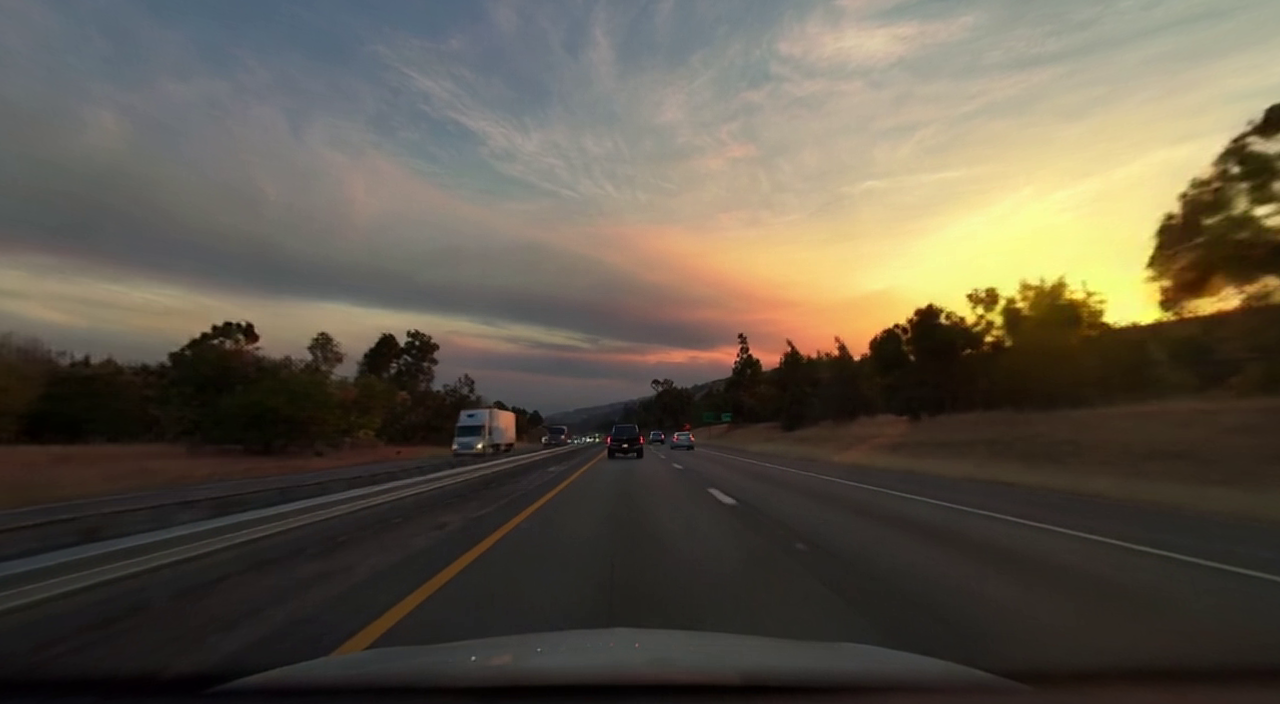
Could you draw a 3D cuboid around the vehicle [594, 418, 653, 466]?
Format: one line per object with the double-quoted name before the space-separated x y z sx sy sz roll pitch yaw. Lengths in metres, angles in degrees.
"vehicle" -0.772 4.150 29.150 2.503 2.044 4.633 0 -8 -2
